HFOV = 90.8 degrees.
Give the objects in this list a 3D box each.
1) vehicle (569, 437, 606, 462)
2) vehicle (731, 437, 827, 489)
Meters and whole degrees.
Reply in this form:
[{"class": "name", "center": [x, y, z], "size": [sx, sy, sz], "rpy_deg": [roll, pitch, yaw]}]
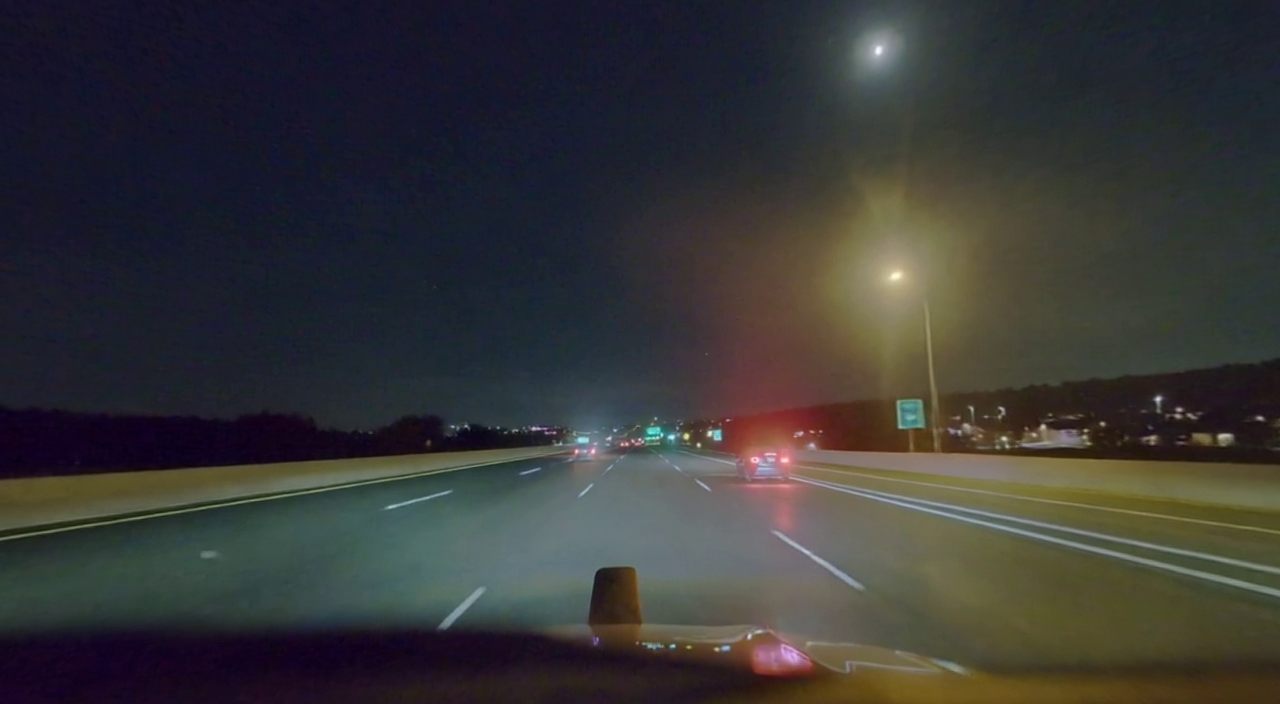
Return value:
[{"class": "vehicle", "center": [-3.492, 6.583, 42.735], "size": [2.048, 1.618, 4.424], "rpy_deg": [0, -8, 0]}, {"class": "vehicle", "center": [4.373, 3.563, 20.661], "size": [2.060, 1.485, 4.274], "rpy_deg": [0, -9, -1]}]
